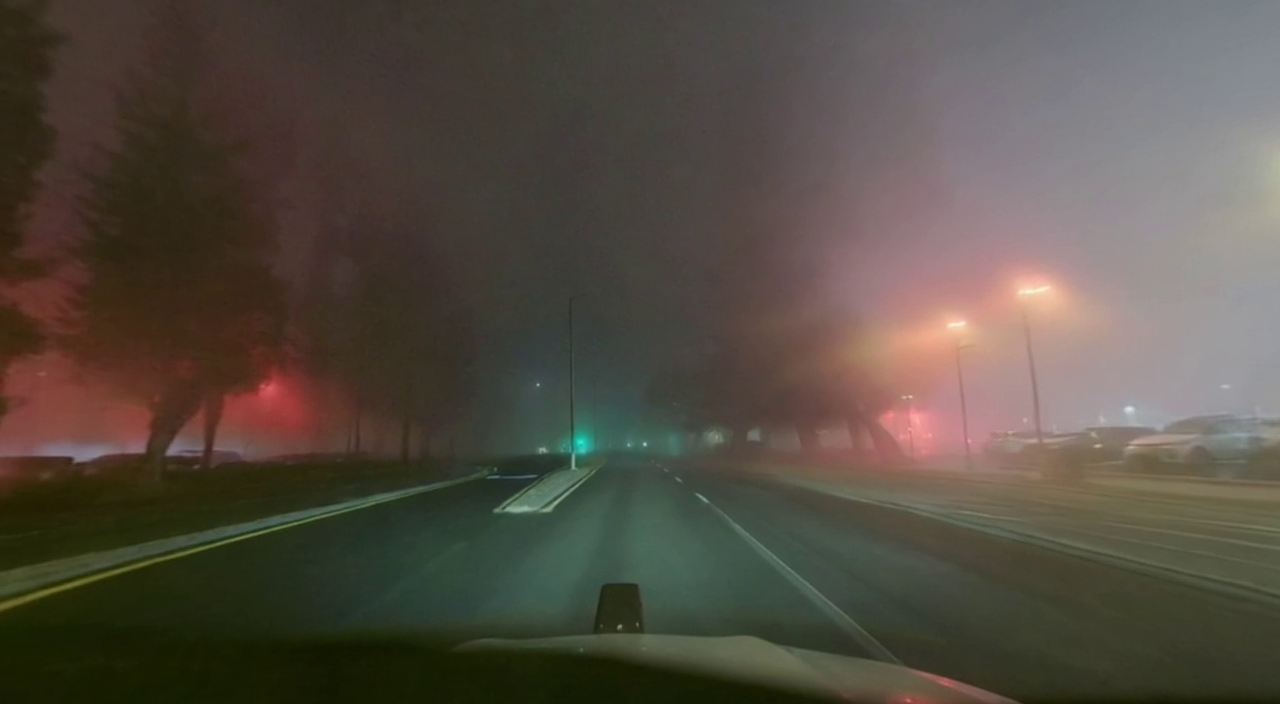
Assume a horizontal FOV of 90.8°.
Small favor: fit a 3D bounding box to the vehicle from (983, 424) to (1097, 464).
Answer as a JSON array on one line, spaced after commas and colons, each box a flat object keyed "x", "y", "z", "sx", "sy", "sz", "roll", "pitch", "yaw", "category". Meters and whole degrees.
[{"x": 17.654, "y": 4.072, "z": 27.896, "sx": 4.638, "sy": 1.648, "sz": 1.887, "roll": 4, "pitch": -9, "yaw": -24, "category": "vehicle"}]

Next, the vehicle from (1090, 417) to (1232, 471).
[{"x": 17.556, "y": 3.100, "z": 21.262, "sx": 4.511, "sy": 1.644, "sz": 2.066, "roll": 5, "pitch": -10, "yaw": -30, "category": "vehicle"}]

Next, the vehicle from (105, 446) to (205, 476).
[{"x": -30.182, "y": 6.777, "z": 39.428, "sx": 4.528, "sy": 1.695, "sz": 1.945, "roll": -1, "pitch": -9, "yaw": -4, "category": "vehicle"}]

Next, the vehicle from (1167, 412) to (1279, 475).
[{"x": 17.928, "y": 2.693, "z": 18.618, "sx": 4.095, "sy": 1.657, "sz": 2.177, "roll": 4, "pitch": -10, "yaw": -29, "category": "vehicle"}]

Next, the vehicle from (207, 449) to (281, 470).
[{"x": -29.957, "y": 8.130, "z": 47.853, "sx": 4.293, "sy": 1.524, "sz": 1.850, "roll": 0, "pitch": -9, "yaw": 1, "category": "vehicle"}]

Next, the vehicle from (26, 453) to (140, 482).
[{"x": -30.269, "y": 6.271, "z": 34.419, "sx": 4.401, "sy": 1.460, "sz": 1.825, "roll": 0, "pitch": -9, "yaw": -1, "category": "vehicle"}]
